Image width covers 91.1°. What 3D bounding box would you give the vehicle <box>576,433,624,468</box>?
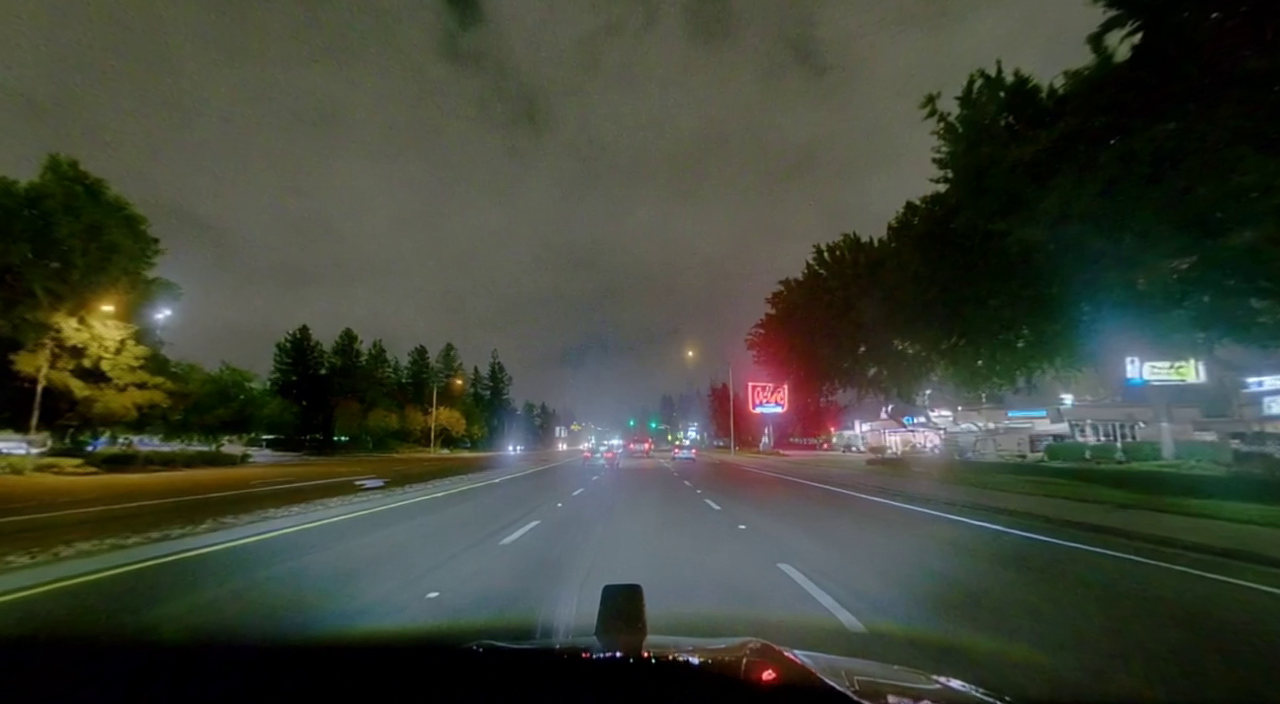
[{"bbox_3d":[-2.290,5.832,37.398,2.222,1.899,5.006,0,-8,4],"label":"vehicle"}]
